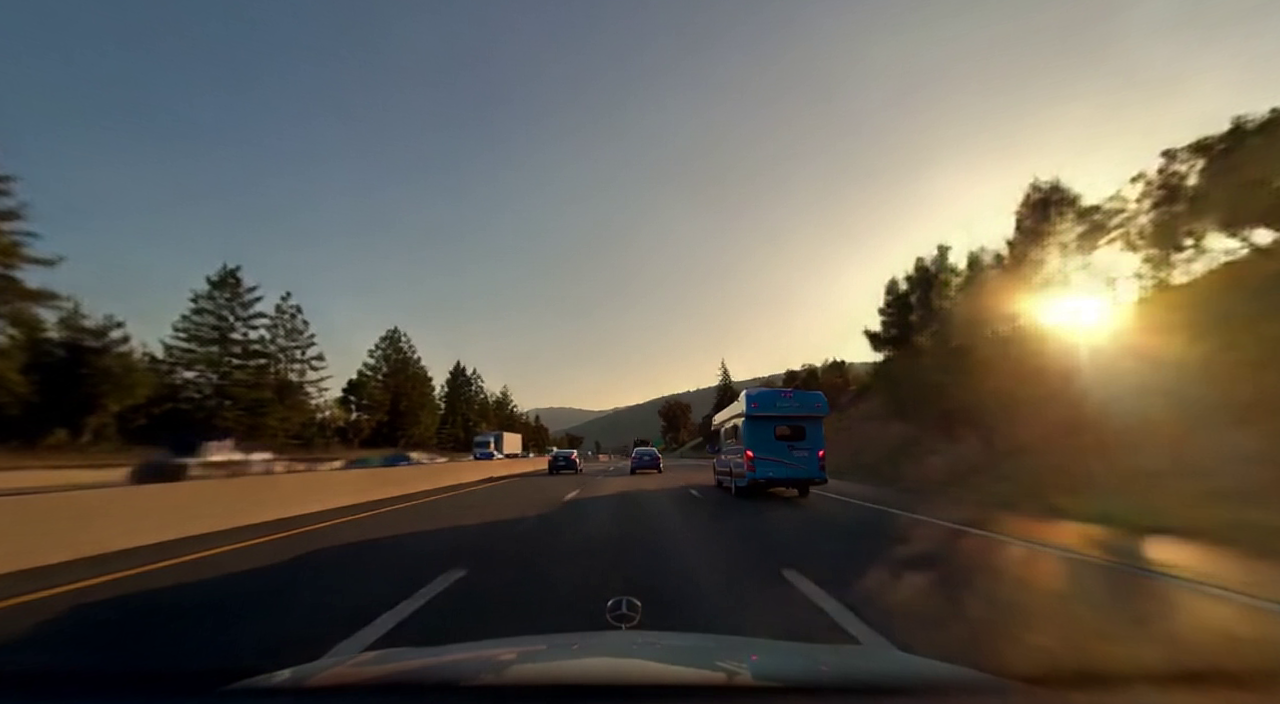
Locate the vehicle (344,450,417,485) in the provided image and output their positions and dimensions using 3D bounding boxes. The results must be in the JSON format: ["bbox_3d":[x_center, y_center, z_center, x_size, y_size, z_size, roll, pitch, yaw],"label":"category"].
[{"bbox_3d":[-11.467,5.083,28.104,1.716,1.422,3.528,0,-9,0],"label":"vehicle"}]

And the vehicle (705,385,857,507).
[{"bbox_3d":[3.755,2.808,18.810,2.607,2.910,7.252,0,-9,-2],"label":"vehicle"}]

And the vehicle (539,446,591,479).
[{"bbox_3d":[-3.704,5.564,31.991,1.959,1.502,4.559,0,-9,1],"label":"vehicle"}]

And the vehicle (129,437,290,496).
[{"bbox_3d":[-15.519,4.139,23.245,2.224,1.907,5.189,0,-9,0],"label":"vehicle"}]

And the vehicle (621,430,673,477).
[{"bbox_3d":[0.326,5.358,33.453,2.524,2.310,4.986,0,-9,0],"label":"vehicle"}]
